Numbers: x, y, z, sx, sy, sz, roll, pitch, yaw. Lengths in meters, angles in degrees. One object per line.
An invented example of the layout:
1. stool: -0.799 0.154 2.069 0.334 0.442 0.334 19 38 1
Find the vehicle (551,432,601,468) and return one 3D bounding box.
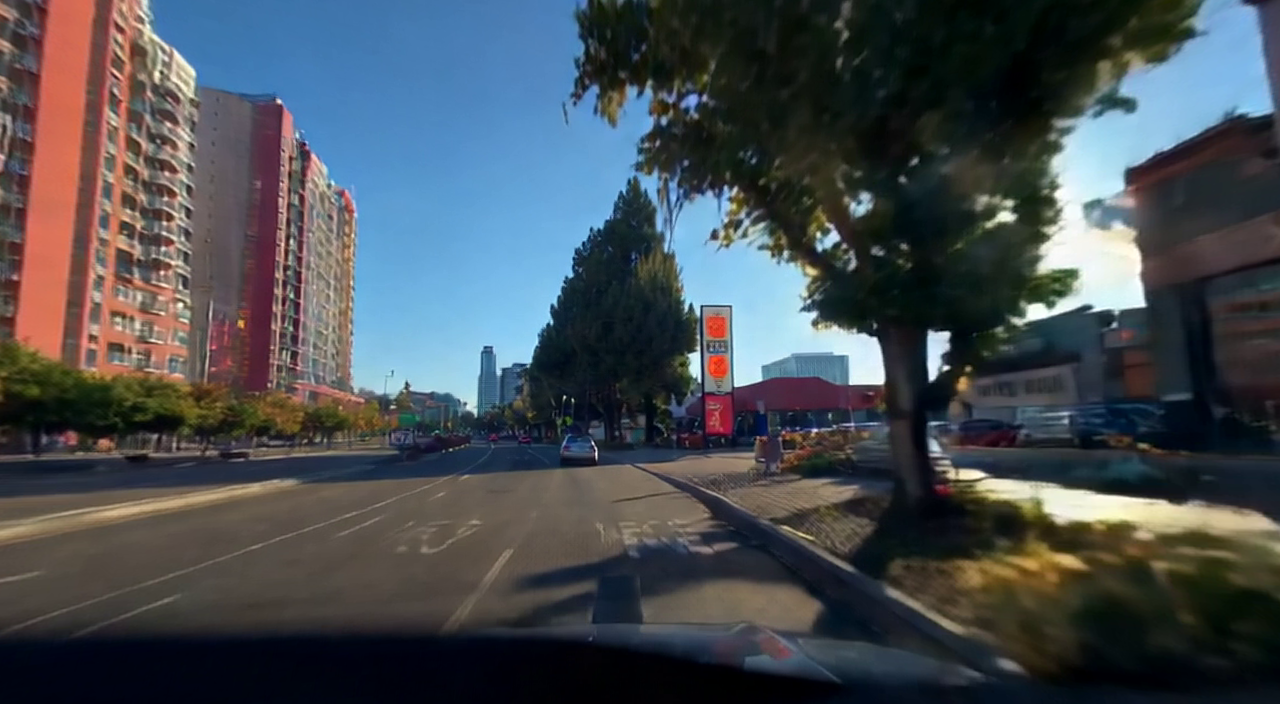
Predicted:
1. vehicle: -3.125 4.697 30.517 2.231 1.572 4.227 1 -8 -7
